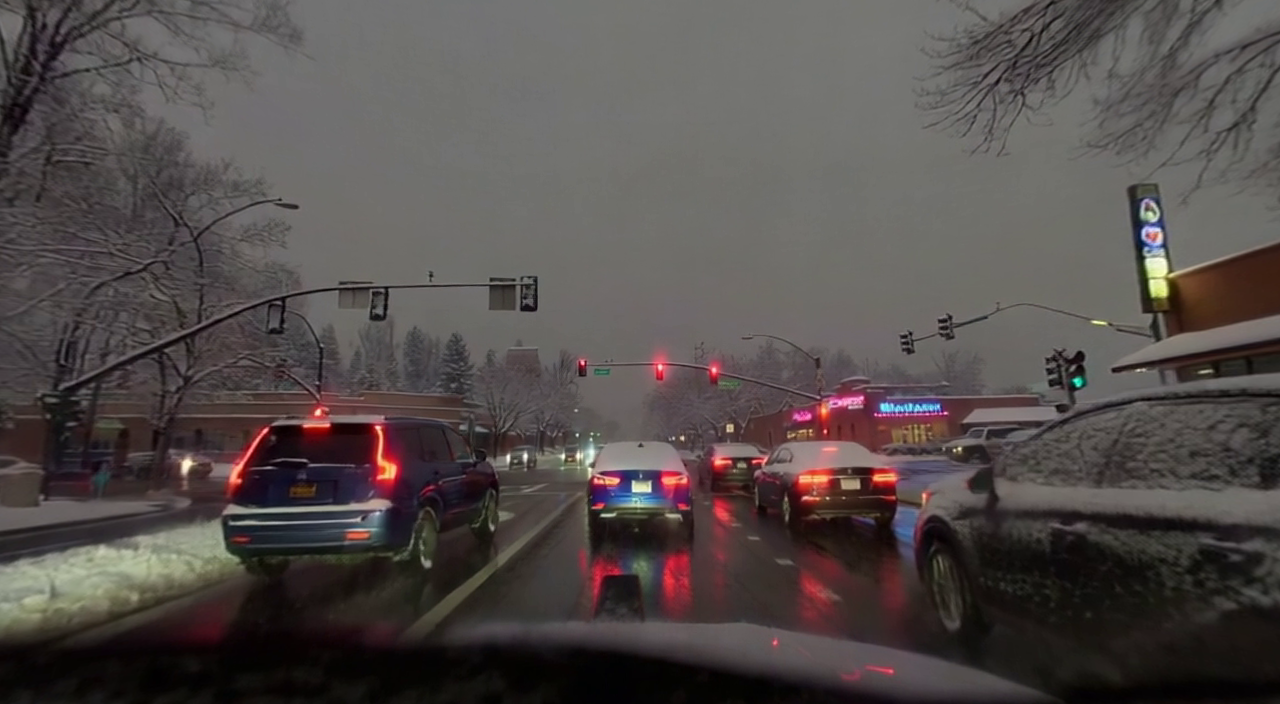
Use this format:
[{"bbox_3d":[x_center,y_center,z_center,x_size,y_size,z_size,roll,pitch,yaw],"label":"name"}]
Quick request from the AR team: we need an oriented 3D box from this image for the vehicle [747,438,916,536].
[{"bbox_3d":[3.352,2.432,12.002,1.865,1.496,4.170,0,-9,0],"label":"vehicle"}]

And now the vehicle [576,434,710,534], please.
[{"bbox_3d":[0.036,2.416,12.104,2.154,1.577,3.723,0,-9,0],"label":"vehicle"}]

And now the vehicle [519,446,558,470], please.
[{"bbox_3d":[-7.879,8.227,49.328,2.293,1.777,4.497,0,-9,0],"label":"vehicle"}]

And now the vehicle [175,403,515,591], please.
[{"bbox_3d":[-3.379,1.789,8.655,2.257,1.823,4.777,-1,-9,1],"label":"vehicle"}]

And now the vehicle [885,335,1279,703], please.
[{"bbox_3d":[3.068,0.938,3.016,2.075,1.661,4.401,0,-9,1],"label":"vehicle"}]
